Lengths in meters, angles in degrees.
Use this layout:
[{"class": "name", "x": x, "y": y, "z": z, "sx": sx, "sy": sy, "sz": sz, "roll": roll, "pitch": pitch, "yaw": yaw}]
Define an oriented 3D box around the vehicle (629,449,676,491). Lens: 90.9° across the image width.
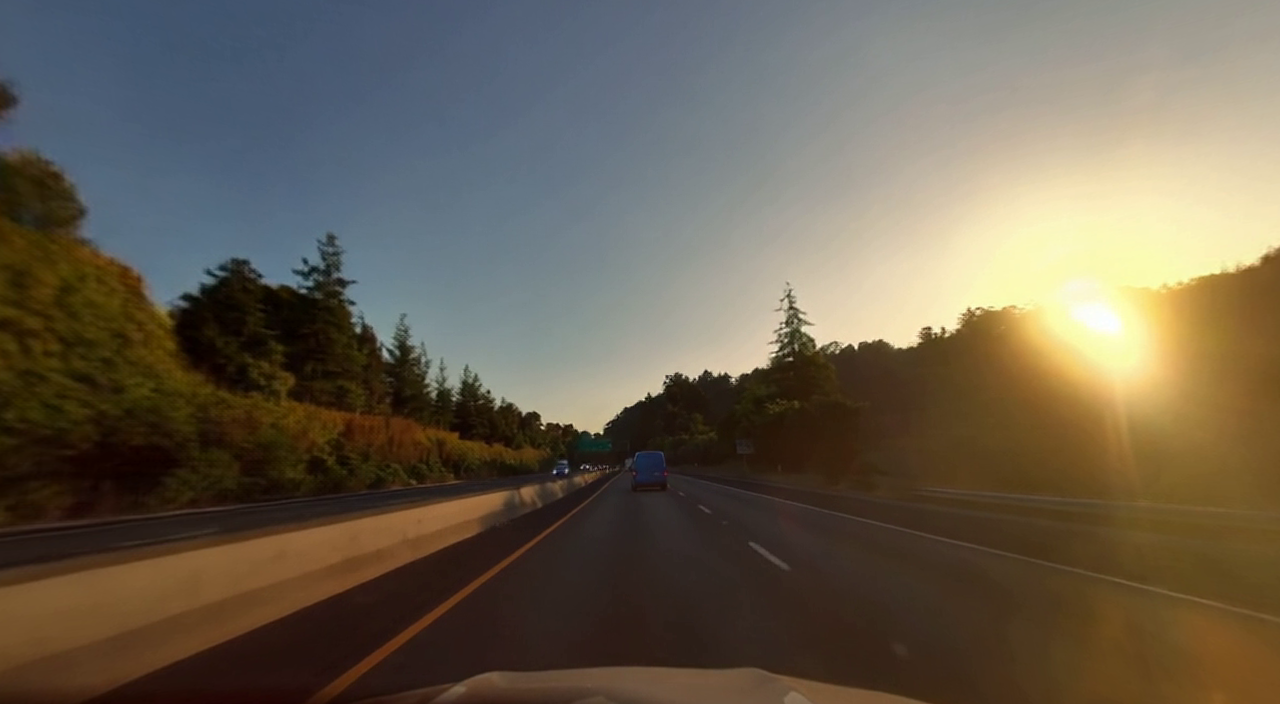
[{"class": "vehicle", "x": 0.662, "y": 6.748, "z": 36.015, "sx": 2.429, "sy": 2.167, "sz": 4.558, "roll": 1, "pitch": -11, "yaw": -2}]
